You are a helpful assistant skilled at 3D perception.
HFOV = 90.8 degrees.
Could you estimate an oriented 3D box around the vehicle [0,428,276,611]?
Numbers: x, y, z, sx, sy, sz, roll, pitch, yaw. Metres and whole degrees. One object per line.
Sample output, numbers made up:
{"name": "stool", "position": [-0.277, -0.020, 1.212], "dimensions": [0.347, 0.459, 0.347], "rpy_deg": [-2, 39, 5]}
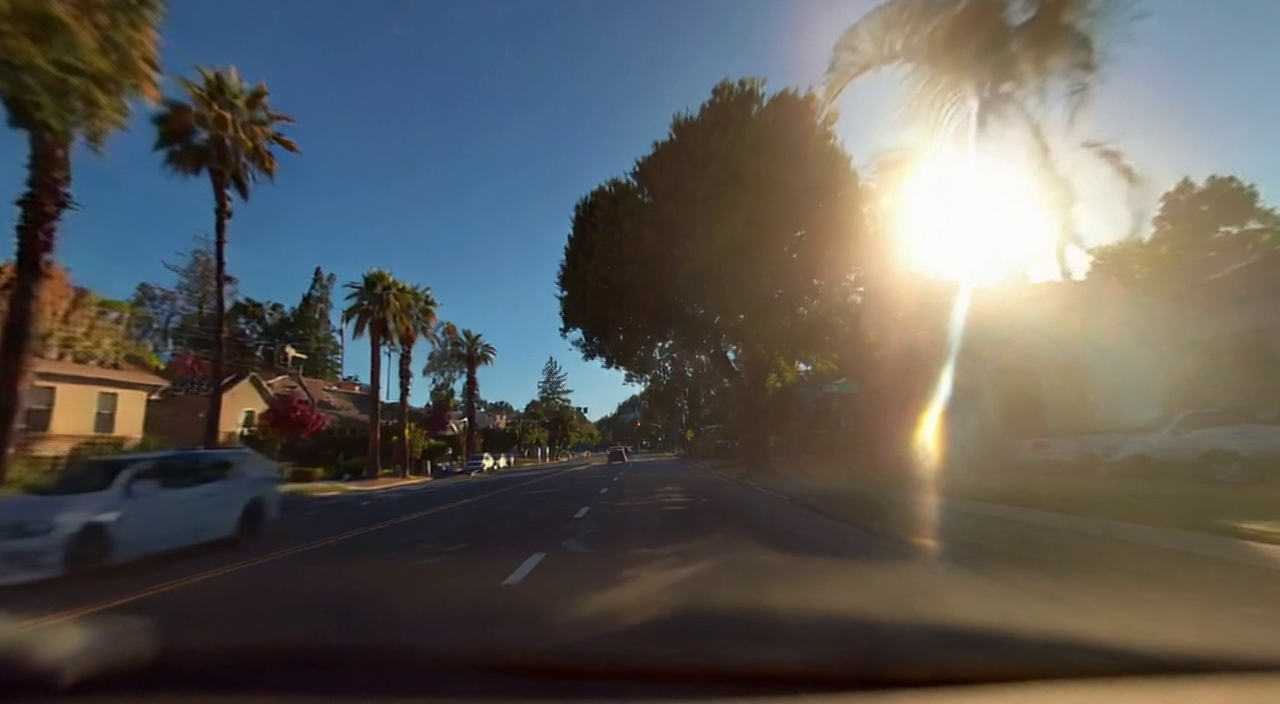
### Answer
{"name": "vehicle", "position": [-7.326, 1.992, 8.543], "dimensions": [1.992, 1.802, 4.602], "rpy_deg": [0, -8, 1]}
